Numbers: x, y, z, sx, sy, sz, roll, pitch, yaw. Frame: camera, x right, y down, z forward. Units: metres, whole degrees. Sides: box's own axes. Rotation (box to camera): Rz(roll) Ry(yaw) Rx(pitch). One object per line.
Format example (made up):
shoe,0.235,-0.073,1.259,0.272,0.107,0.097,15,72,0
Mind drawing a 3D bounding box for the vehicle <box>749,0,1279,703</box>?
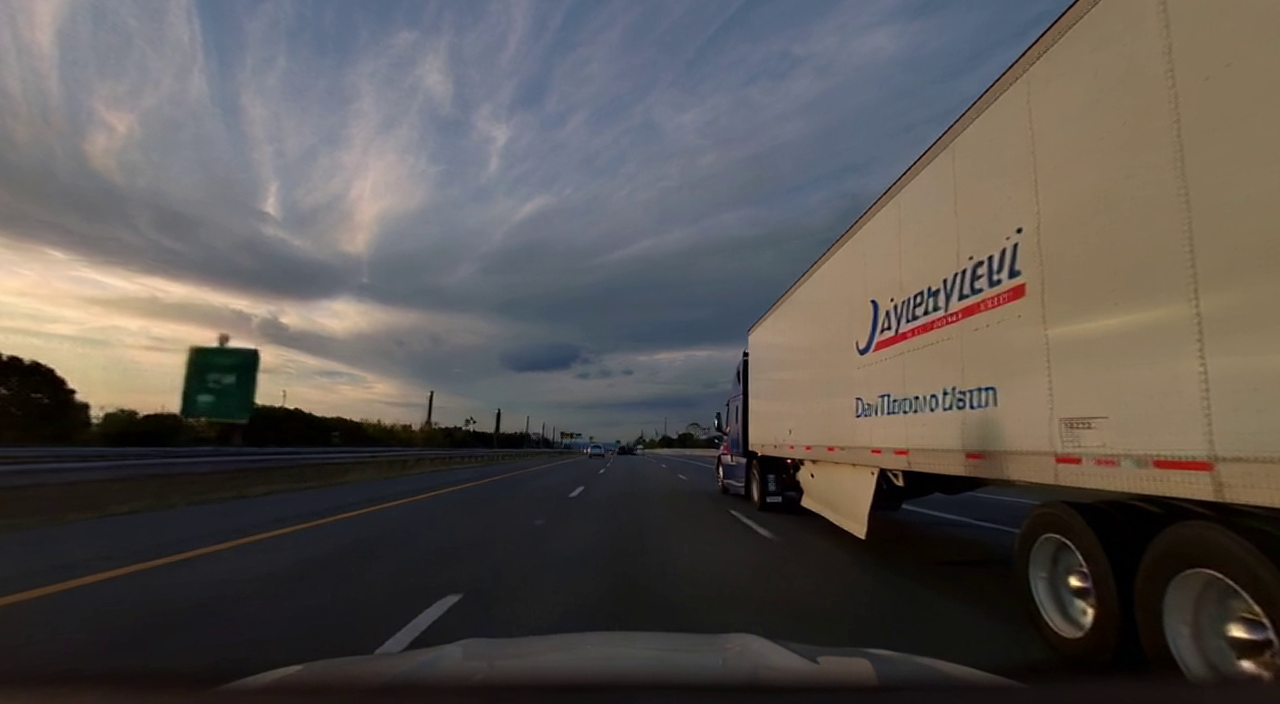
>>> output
vehicle,3.941,0.435,8.086,2.962,4.132,12.720,0,-8,1
